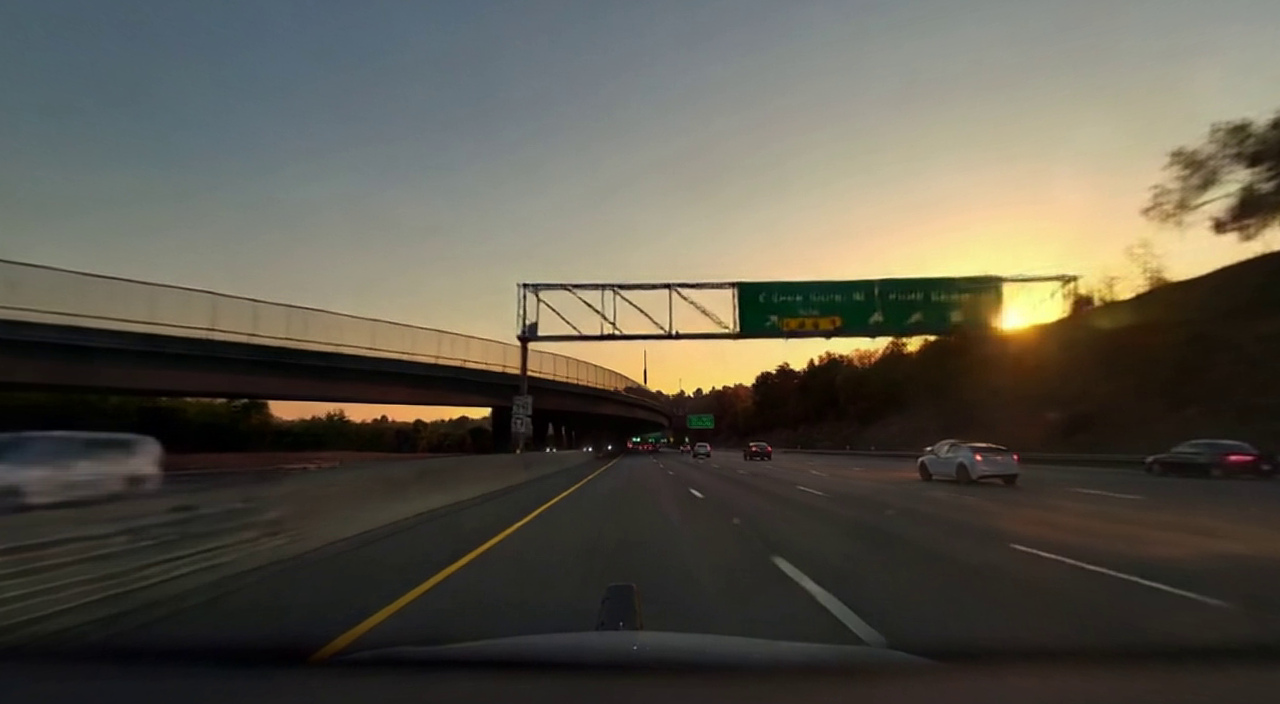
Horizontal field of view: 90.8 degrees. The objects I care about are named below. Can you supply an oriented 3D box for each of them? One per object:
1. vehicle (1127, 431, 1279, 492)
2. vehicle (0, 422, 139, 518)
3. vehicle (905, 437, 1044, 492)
[{"bbox_3d":[16.700,3.045,17.864,1.936,1.498,4.883,0,-9,0],"label":"vehicle"},{"bbox_3d":[-12.381,2.196,12.165,1.989,1.694,4.081,1,-8,1],"label":"vehicle"},{"bbox_3d":[9.728,3.294,18.792,1.836,1.418,4.132,0,-9,0],"label":"vehicle"}]
